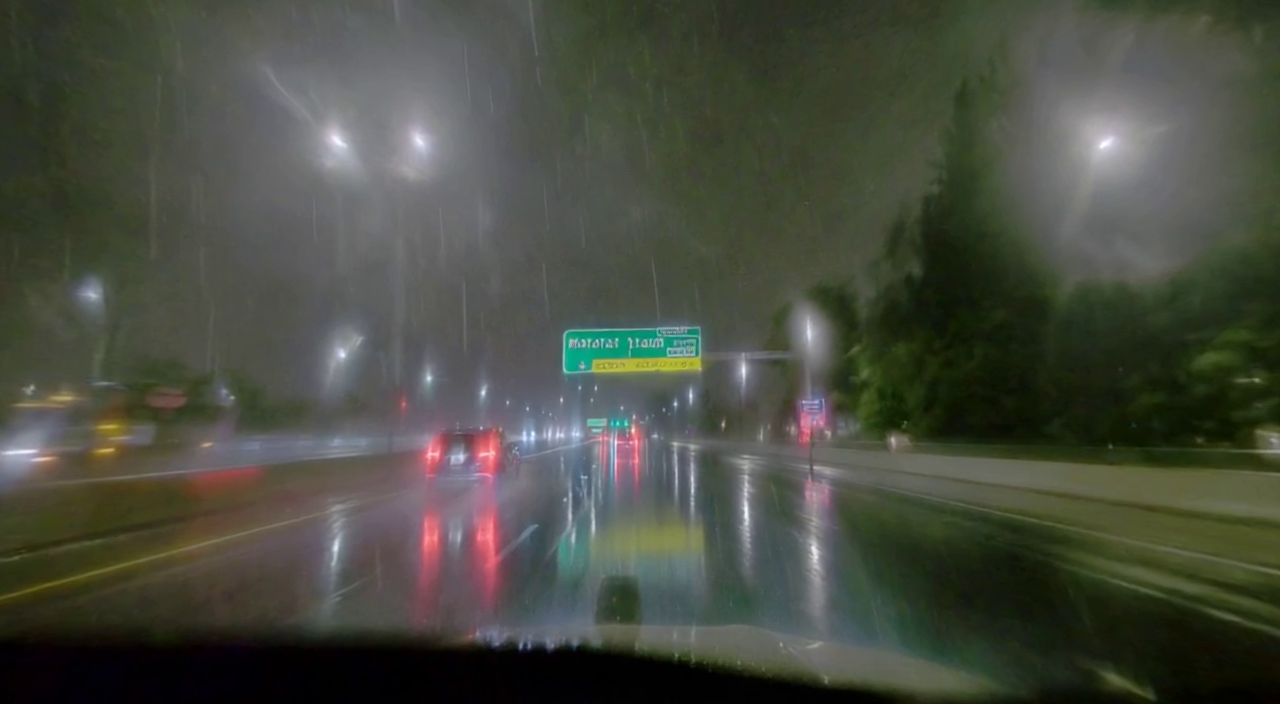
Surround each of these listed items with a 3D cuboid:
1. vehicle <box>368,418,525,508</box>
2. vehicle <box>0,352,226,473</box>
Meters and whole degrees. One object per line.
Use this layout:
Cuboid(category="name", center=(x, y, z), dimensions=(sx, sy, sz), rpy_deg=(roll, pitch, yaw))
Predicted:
Cuboid(category="vehicle", center=(-3.847, 2.267, 13.407), dimensions=(2.062, 1.591, 4.156), rpy_deg=(0, -8, -1))
Cuboid(category="vehicle", center=(-22.423, 2.707, 25.925), dimensions=(2.964, 3.896, 12.144), rpy_deg=(0, -8, -2))
